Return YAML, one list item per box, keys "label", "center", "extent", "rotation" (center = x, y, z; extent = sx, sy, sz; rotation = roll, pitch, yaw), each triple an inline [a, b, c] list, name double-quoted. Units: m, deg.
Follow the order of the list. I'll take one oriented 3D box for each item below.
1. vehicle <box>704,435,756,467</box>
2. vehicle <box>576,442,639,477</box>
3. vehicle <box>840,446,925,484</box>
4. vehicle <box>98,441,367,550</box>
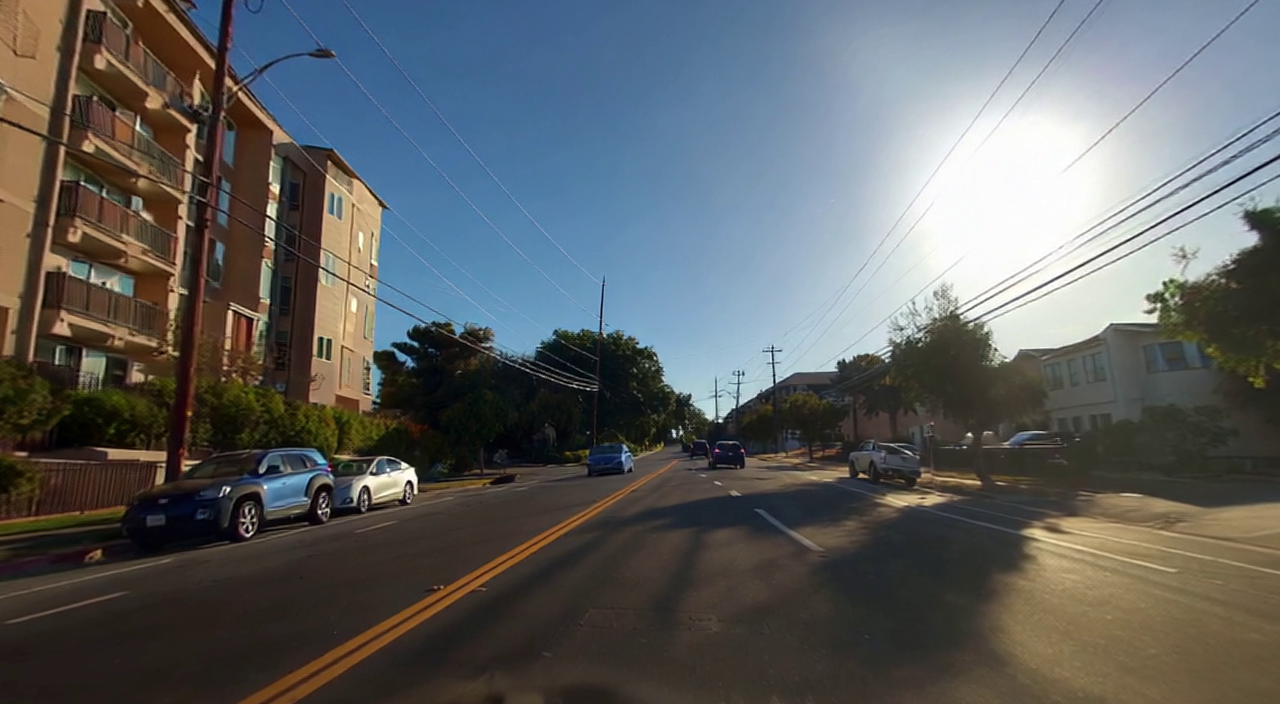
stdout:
- label: "vehicle"
  center: [5.052, 5.655, 35.977]
  extent: [2.306, 1.719, 4.805]
  rotation: [0, -8, 0]
- label: "vehicle"
  center: [-1.384, 4.904, 28.898]
  extent: [2.155, 1.436, 4.501]
  rotation: [-1, -8, 7]
- label: "vehicle"
  center: [10.325, 4.800, 27.123]
  extent: [1.935, 1.478, 4.711]
  rotation: [-1, -8, 2]
- label: "vehicle"
  center: [-8.001, 2.810, 13.120]
  extent: [2.381, 1.825, 4.652]
  rotation: [-1, -8, 2]
